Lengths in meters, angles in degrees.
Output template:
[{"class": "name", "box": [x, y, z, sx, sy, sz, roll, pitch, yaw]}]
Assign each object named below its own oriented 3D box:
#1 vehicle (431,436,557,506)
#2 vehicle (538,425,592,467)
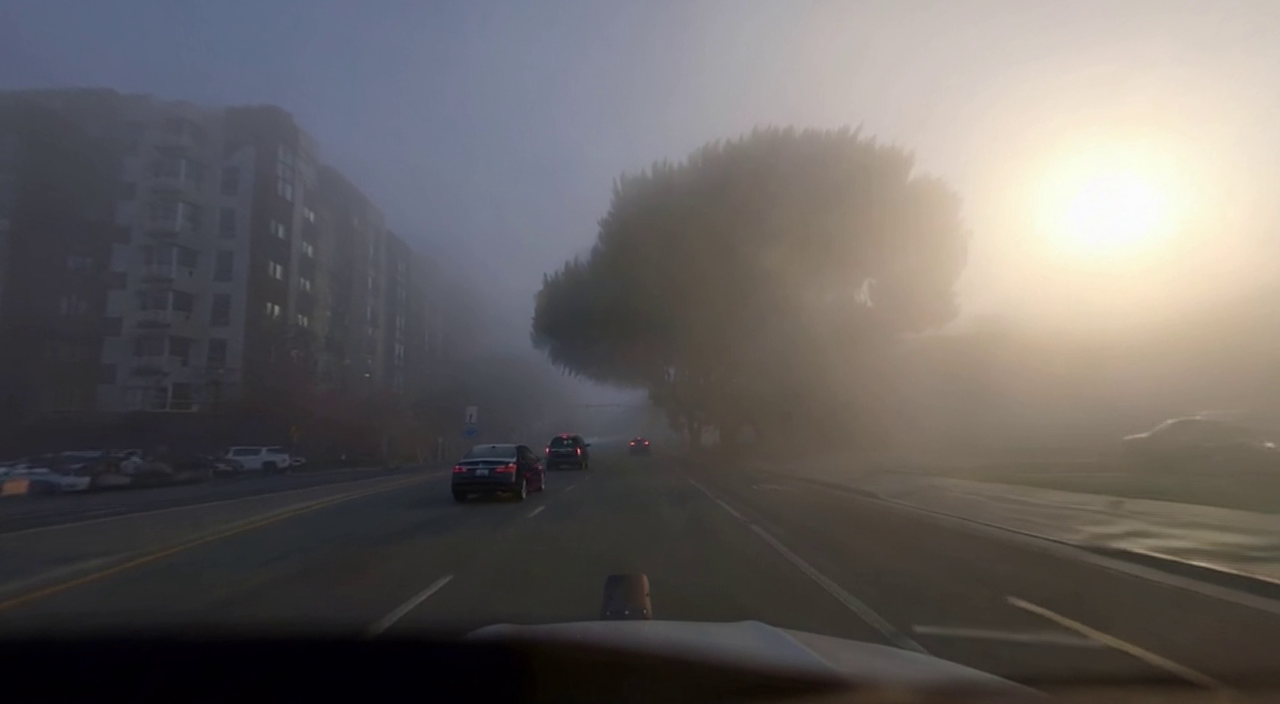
[{"class": "vehicle", "box": [-3.286, 2.760, 15.105, 1.959, 1.406, 4.272, 0, -8, 1]}, {"class": "vehicle", "box": [-3.764, 4.838, 32.341, 2.152, 1.987, 4.527, 0, -8, 1]}]
